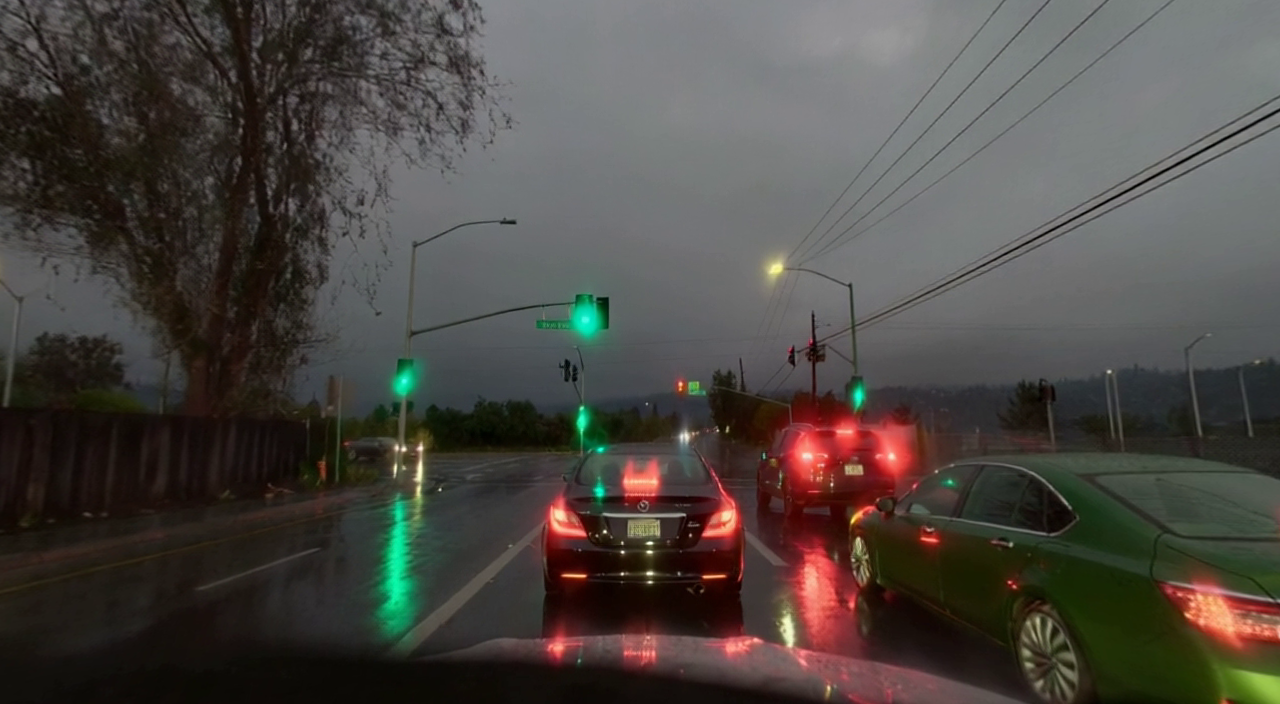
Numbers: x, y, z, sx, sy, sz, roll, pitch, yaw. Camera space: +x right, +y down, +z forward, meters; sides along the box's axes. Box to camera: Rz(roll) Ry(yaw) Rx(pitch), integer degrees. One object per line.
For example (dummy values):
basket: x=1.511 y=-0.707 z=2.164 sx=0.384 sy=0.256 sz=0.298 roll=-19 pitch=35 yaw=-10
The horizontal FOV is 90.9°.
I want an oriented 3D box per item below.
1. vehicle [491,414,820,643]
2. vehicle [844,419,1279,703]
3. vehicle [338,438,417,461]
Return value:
vehicle: x=0.069 y=1.488 z=6.421 sx=2.170 sy=1.497 sz=4.369 roll=0 pitch=-8 yaw=-1
vehicle: x=3.093 y=1.248 z=4.139 sx=2.027 sy=1.432 sz=4.431 roll=0 pitch=-8 yaw=0
vehicle: x=-17.229 y=6.410 z=41.469 sx=4.406 sy=1.458 sz=1.892 roll=-1 pitch=-8 yaw=7
